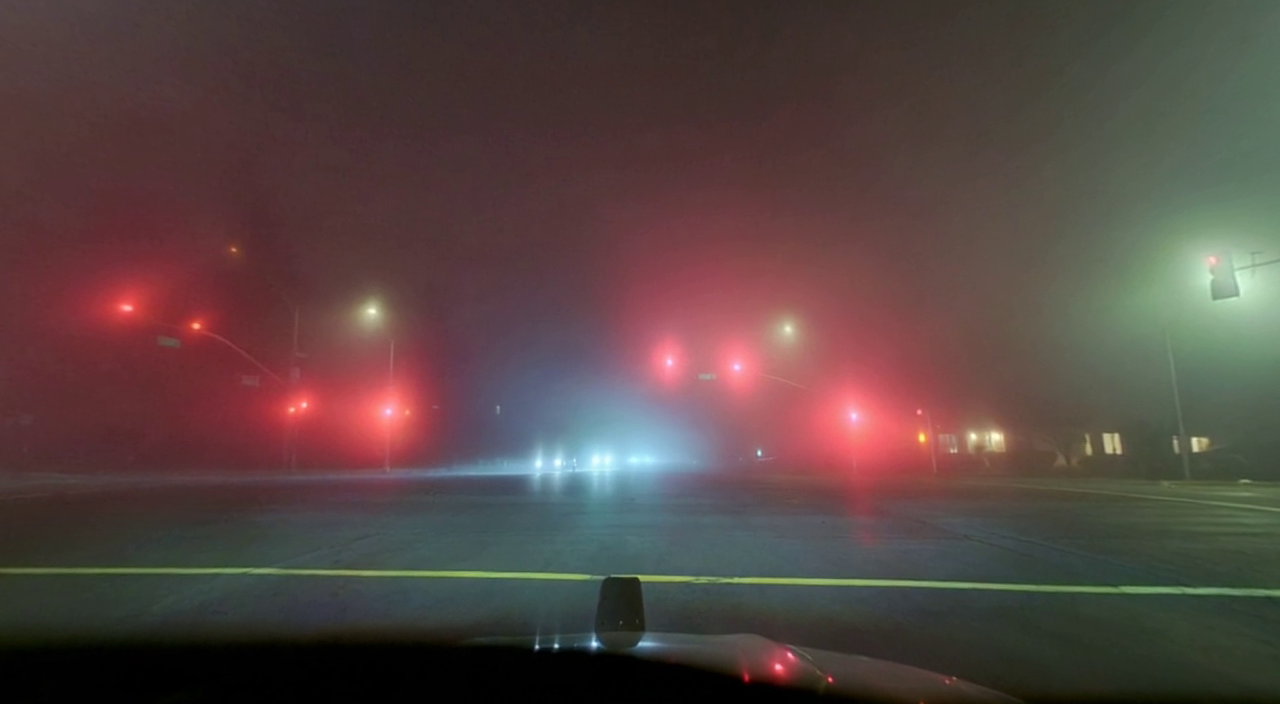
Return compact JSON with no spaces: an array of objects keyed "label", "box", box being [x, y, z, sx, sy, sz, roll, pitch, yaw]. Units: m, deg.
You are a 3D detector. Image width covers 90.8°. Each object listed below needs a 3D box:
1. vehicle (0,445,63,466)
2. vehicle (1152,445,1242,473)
[{"label":"vehicle","box":[-44.281,7.434,45.376,3.949,1.422,1.744,0,-9,1]},{"label":"vehicle","box":[36.780,7.053,41.876,1.853,1.723,4.460,0,-9,0]}]
